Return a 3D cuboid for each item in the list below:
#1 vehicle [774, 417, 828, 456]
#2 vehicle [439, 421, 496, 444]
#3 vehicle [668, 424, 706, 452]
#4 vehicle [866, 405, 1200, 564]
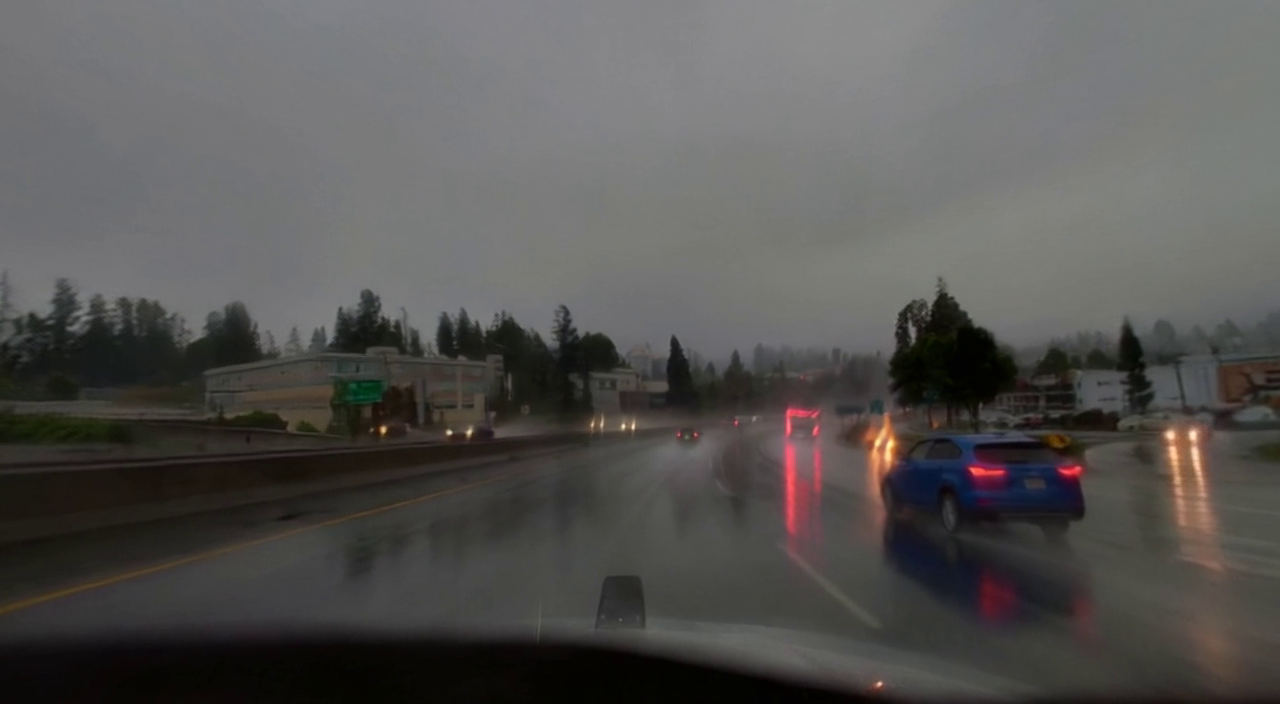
[{"bbox_3d":[10.143,5.433,40.276,2.526,2.230,6.190,-1,-9,7],"label":"vehicle"},{"bbox_3d":[-11.931,5.676,44.047,1.967,1.496,4.871,-1,-9,9],"label":"vehicle"},{"bbox_3d":[3.200,5.807,42.316,2.181,1.768,4.383,-1,-9,9],"label":"vehicle"},{"bbox_3d":[4.936,1.720,8.915,2.097,1.659,4.320,0,-8,3],"label":"vehicle"}]
